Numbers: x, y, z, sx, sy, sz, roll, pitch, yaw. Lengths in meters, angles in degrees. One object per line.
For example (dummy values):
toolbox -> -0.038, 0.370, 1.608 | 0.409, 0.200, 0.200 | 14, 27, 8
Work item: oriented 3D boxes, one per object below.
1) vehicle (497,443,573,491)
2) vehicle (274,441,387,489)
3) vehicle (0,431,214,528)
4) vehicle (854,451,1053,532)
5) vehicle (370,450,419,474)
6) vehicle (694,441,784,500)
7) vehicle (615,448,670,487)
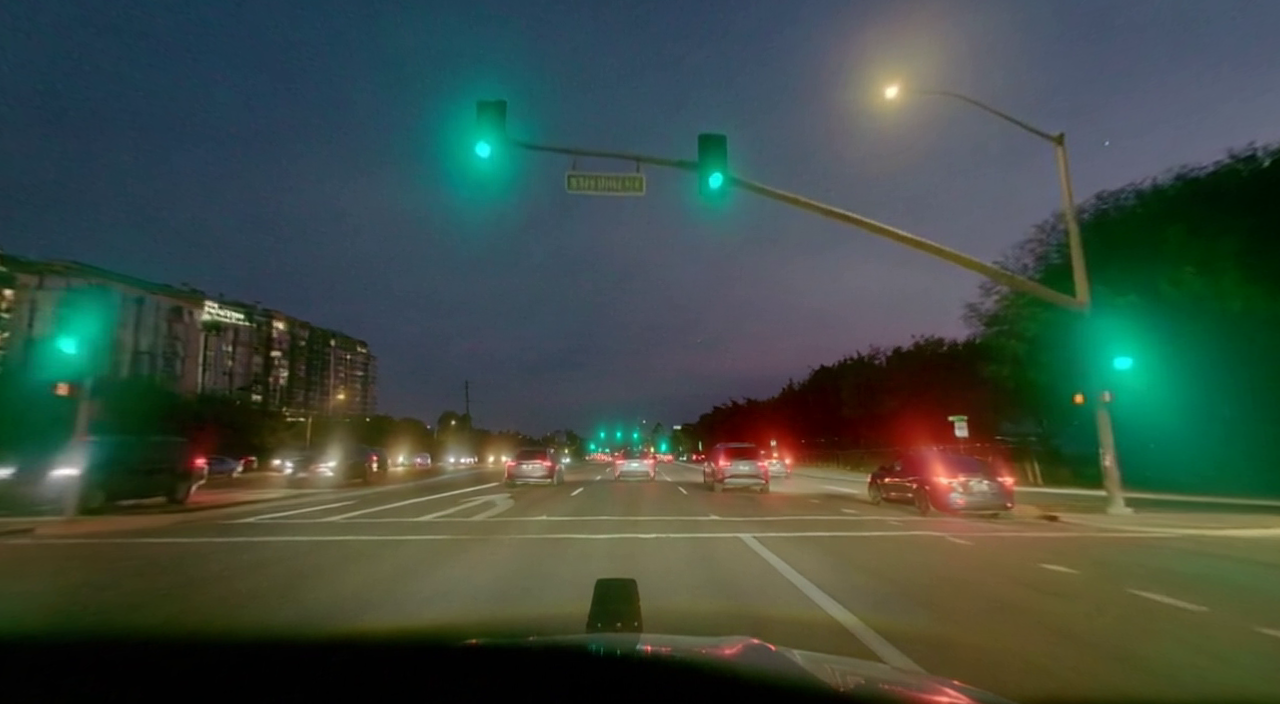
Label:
vehicle -> -3.944, 4.401, 24.471 | 2.172, 1.671, 4.175 | 0, -8, 0
vehicle -> -12.693, 4.642, 26.391 | 2.259, 1.804, 4.990 | 0, -9, -1
vehicle -> -12.379, 2.715, 14.154 | 2.208, 1.773, 4.900 | 0, -8, 0
vehicle -> 6.378, 2.839, 13.537 | 1.945, 1.408, 4.288 | 0, -9, -2
vehicle -> -19.194, 8.589, 49.607 | 2.186, 1.676, 4.444 | -1, -8, -1
vehicle -> 3.119, 3.828, 20.892 | 2.161, 1.716, 4.194 | 0, -9, -2
vehicle -> 0.050, 4.929, 27.297 | 2.155, 1.486, 4.403 | 0, -8, -1
